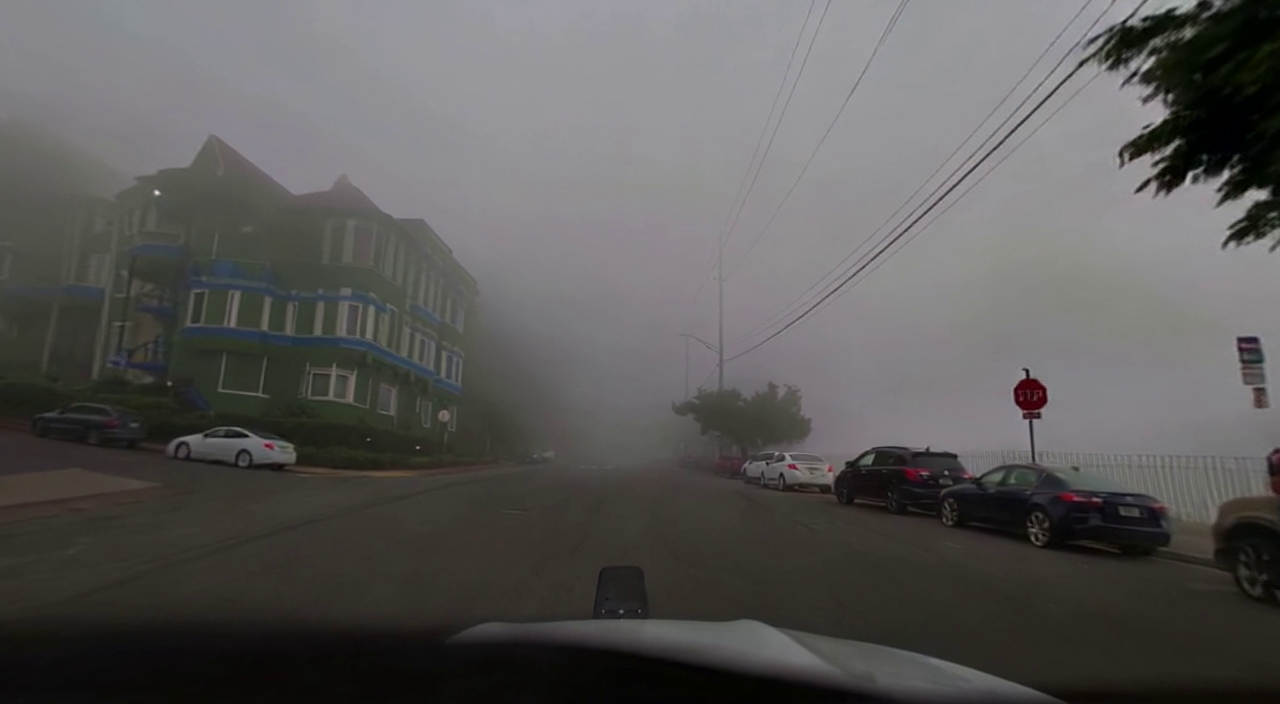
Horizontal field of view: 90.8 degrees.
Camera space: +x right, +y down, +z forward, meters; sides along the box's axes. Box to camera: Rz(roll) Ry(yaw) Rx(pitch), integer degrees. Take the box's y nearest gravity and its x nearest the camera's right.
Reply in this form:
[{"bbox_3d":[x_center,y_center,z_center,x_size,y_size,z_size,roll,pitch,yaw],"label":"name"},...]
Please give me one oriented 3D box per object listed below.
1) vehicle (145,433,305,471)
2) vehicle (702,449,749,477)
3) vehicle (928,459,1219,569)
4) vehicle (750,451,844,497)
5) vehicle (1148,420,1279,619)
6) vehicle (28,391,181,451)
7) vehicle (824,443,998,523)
[{"bbox_3d":[-15.523,3.771,23.933,4.603,1.335,1.889,2,-9,-12],"label":"vehicle"},{"bbox_3d":[4.994,6.500,37.349,1.901,1.495,4.340,1,-8,-4],"label":"vehicle"},{"bbox_3d":[6.882,2.567,10.739,1.900,1.368,4.176,1,-8,-1],"label":"vehicle"},{"bbox_3d":[5.970,4.678,24.748,2.122,1.554,4.777,1,-8,-5],"label":"vehicle"},{"bbox_3d":[6.953,1.363,4.601,2.181,1.792,5.066,1,-8,-1],"label":"vehicle"},{"bbox_3d":[-20.637,2.663,24.401,4.598,1.645,2.019,6,-7,15],"label":"vehicle"},{"bbox_3d":[6.606,3.200,16.165,1.917,1.704,4.840,1,-8,-5],"label":"vehicle"}]
